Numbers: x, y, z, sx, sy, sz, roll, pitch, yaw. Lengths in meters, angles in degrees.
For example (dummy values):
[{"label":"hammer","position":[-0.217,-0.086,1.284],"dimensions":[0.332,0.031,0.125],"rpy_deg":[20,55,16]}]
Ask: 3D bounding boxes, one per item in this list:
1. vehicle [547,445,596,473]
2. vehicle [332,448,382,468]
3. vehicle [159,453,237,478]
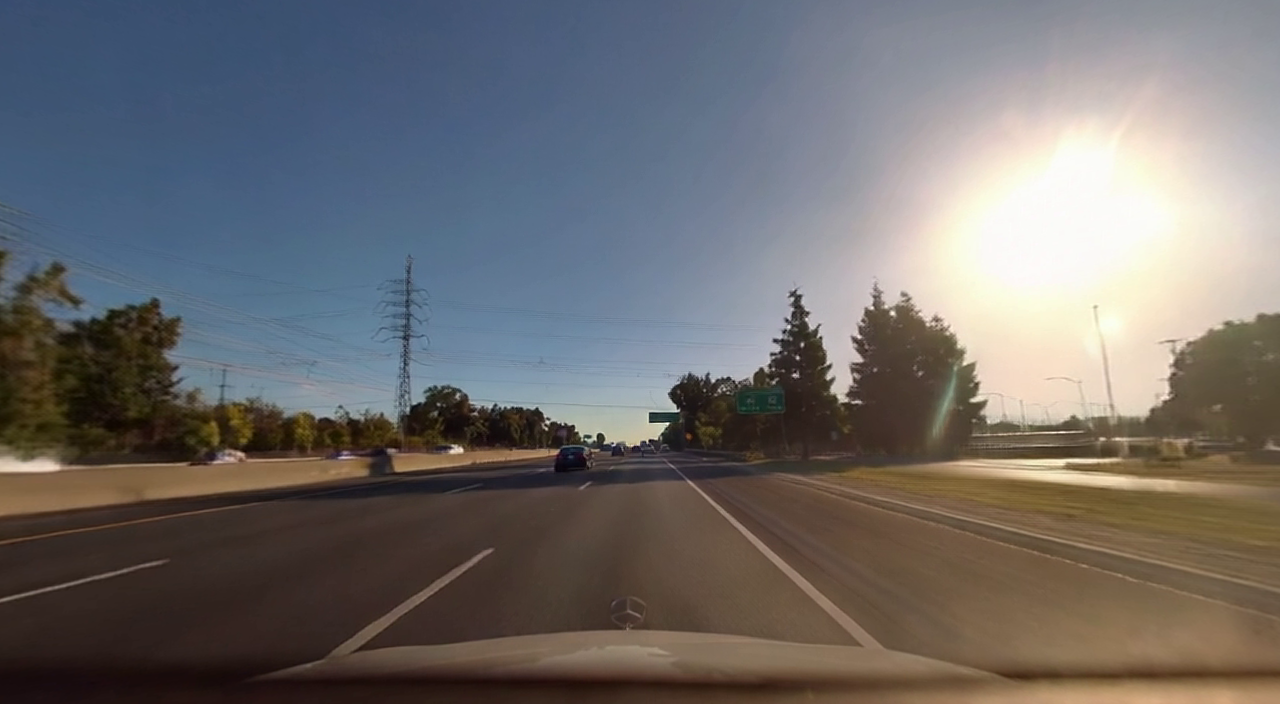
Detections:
[{"label":"vehicle","position":[-3.566,5.683,33.611],"dimensions":[2.048,1.368,4.613],"rpy_deg":[0,-9,1]},{"label":"vehicle","position":[-21.734,8.145,48.567],"dimensions":[1.784,1.482,4.400],"rpy_deg":[0,-9,1]},{"label":"vehicle","position":[-29.169,7.458,41.760],"dimensions":[1.981,1.497,4.379],"rpy_deg":[0,-9,1]}]
